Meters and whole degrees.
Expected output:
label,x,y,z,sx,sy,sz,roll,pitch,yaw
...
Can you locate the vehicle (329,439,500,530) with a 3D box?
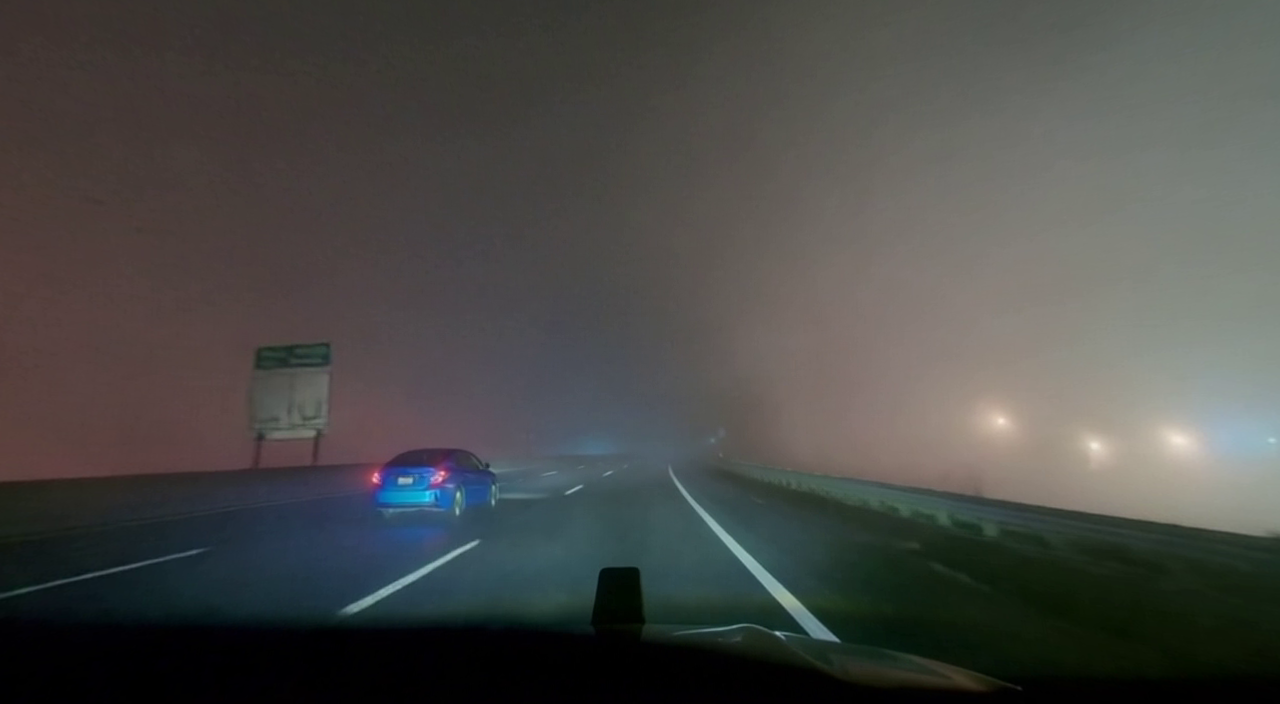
label,x,y,z,sx,sy,sz,roll,pitch,yaw
vehicle,-4.198,2.507,12.481,1.928,1.504,3.745,0,-9,1
